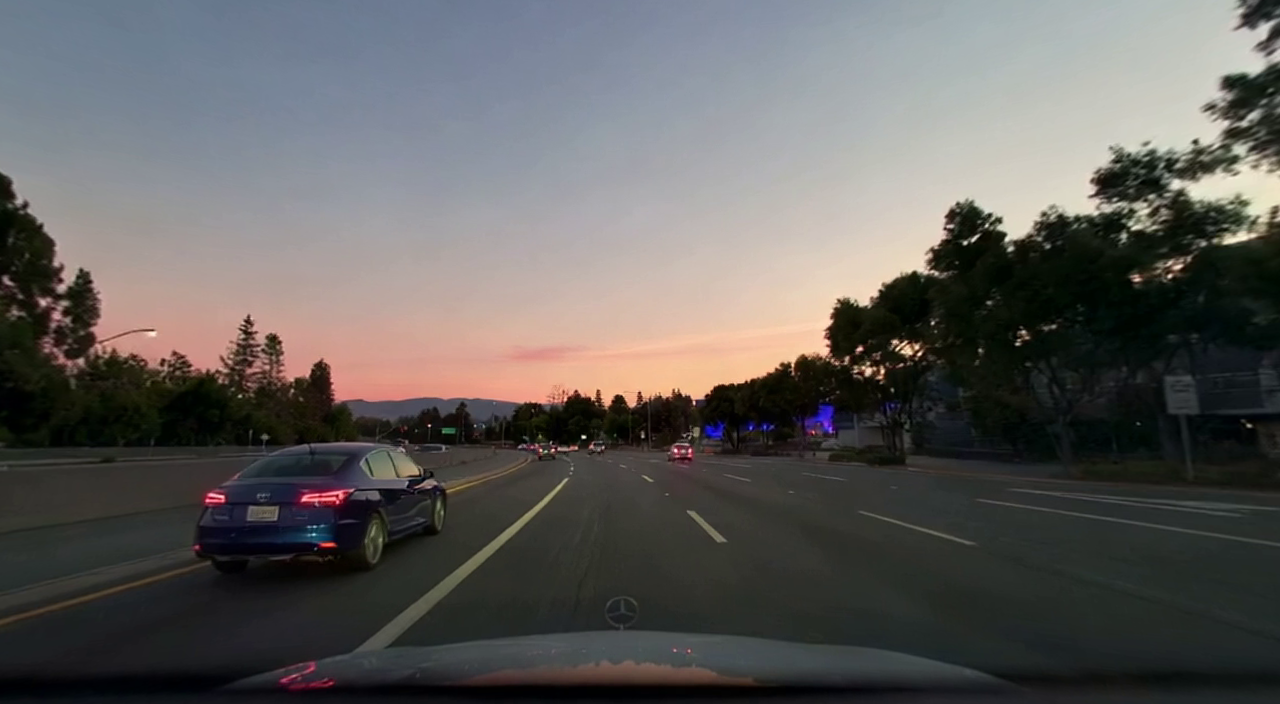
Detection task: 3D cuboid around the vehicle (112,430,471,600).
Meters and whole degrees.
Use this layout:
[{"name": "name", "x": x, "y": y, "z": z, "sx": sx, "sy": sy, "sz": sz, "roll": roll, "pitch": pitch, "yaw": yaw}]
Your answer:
[{"name": "vehicle", "x": -3.667, "y": 1.762, "z": 7.820, "sx": 2.018, "sy": 1.476, "sz": 4.364, "roll": 0, "pitch": -8, "yaw": -1}]
